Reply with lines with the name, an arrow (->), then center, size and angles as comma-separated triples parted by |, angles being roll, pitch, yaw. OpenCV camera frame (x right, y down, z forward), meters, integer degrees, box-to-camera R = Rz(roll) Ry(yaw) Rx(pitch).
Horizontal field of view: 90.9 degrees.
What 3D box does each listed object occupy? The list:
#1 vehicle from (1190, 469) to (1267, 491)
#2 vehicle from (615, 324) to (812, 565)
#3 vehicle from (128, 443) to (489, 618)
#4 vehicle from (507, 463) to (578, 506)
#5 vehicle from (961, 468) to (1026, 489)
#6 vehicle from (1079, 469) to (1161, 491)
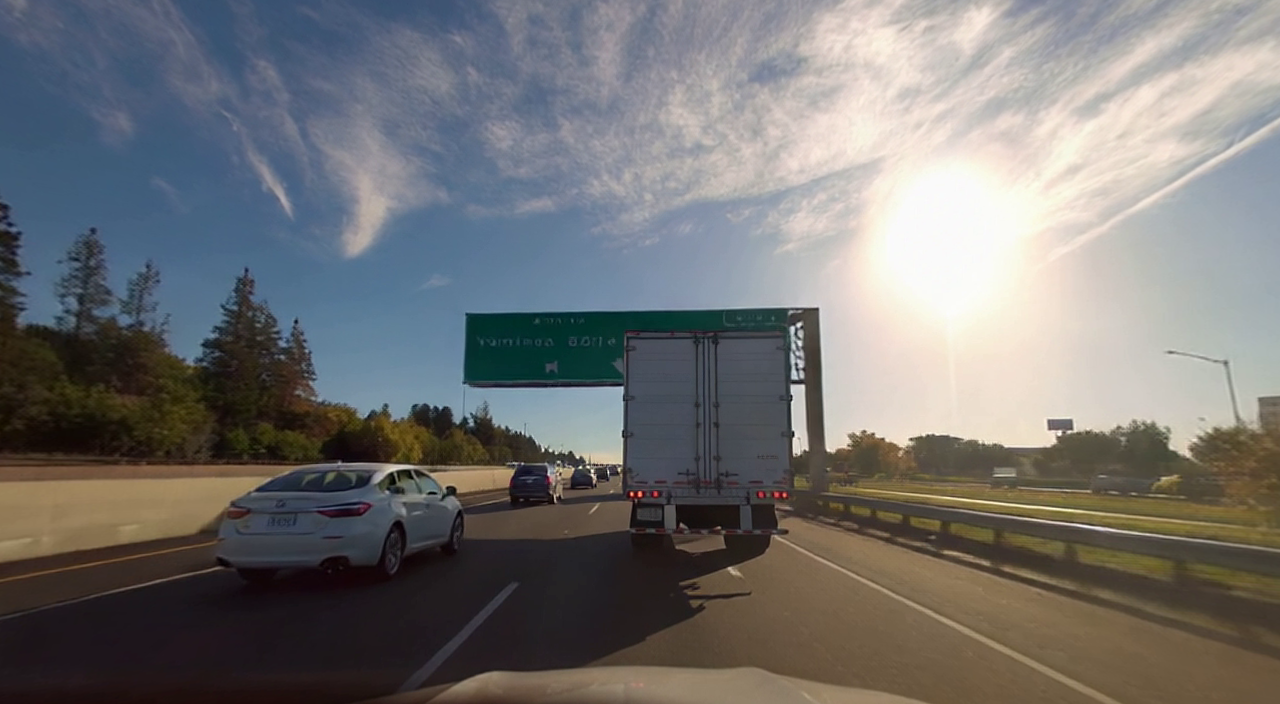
vehicle -> 42.537, 9.251, 45.567 | 3.974, 1.485, 1.709 | 1, -11, -4
vehicle -> 1.054, 2.111, 13.669 | 2.831, 3.529, 8.689 | 1, -11, 0
vehicle -> -3.517, 2.026, 8.011 | 1.983, 1.509, 4.679 | 1, -11, 1
vehicle -> -3.672, 5.127, 24.600 | 1.964, 1.482, 4.371 | 0, -11, 1
vehicle -> 27.471, 9.833, 49.053 | 4.107, 1.485, 1.796 | -4, -11, 21
vehicle -> 34.725, 9.278, 45.683 | 4.299, 1.465, 1.807 | -1, -11, 8
